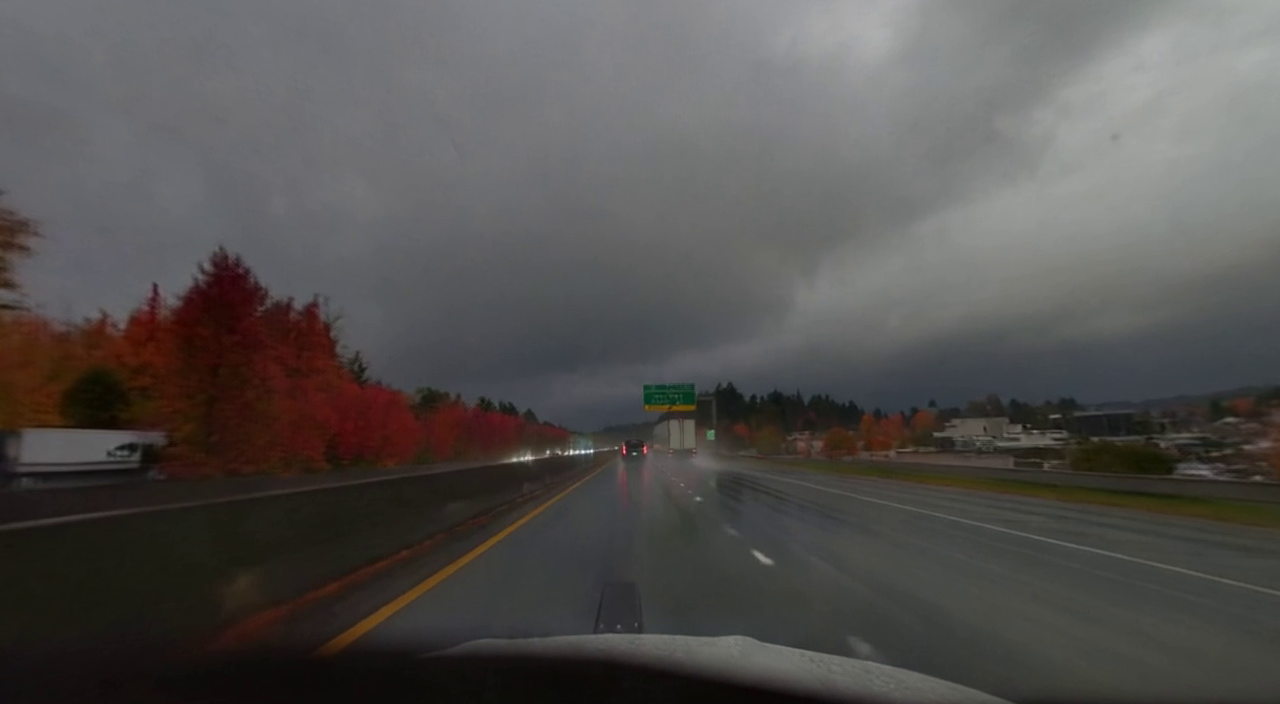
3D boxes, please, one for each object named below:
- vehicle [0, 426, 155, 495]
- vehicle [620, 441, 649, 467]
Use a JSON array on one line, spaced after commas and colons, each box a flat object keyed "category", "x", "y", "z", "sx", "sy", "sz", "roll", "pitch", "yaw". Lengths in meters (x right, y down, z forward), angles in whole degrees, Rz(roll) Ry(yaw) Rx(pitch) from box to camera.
[{"category": "vehicle", "x": -40.460, "y": 7.584, "z": 44.386, "sx": 2.932, "sy": 4.093, "sz": 14.120, "roll": 1, "pitch": -9, "yaw": -9}, {"category": "vehicle", "x": -0.464, "y": 7.756, "z": 47.863, "sx": 2.156, "sy": 1.886, "sz": 4.334, "roll": 0, "pitch": -9, "yaw": -2}]
